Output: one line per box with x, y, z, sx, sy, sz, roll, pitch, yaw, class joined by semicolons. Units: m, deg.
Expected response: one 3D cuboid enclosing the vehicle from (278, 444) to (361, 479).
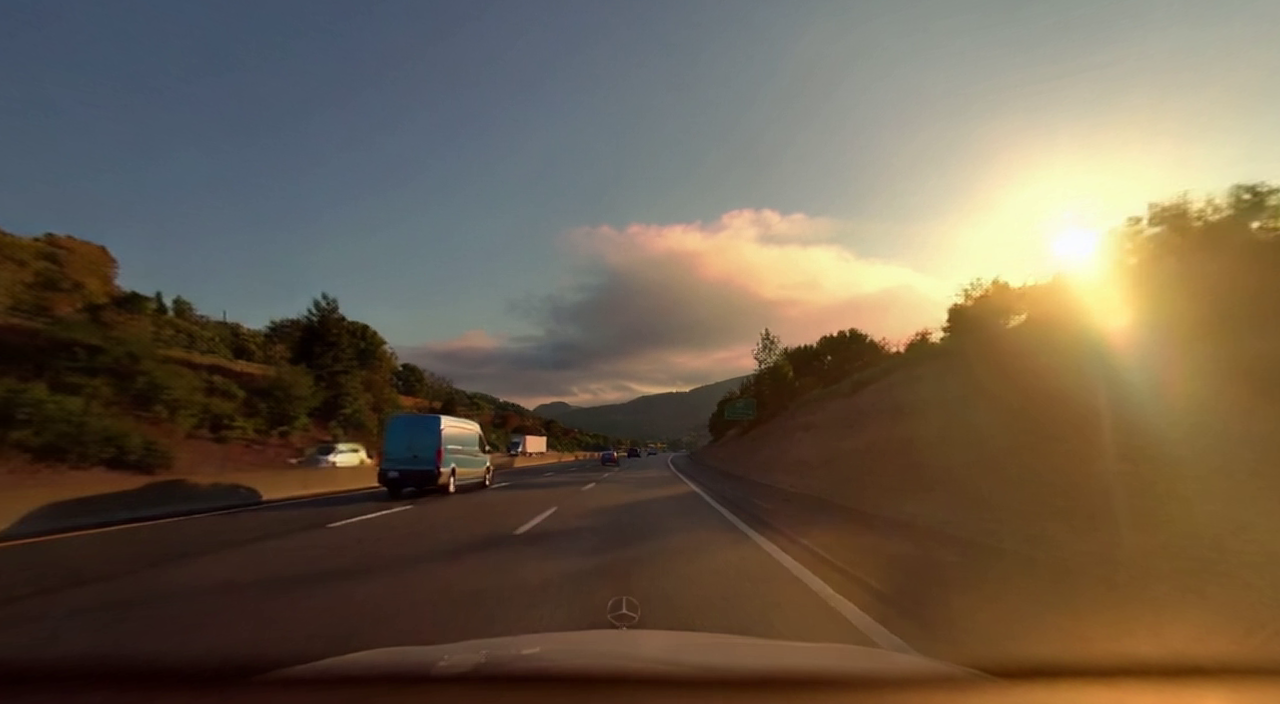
-17.867;6.104;35.451;2.028;1.805;4.789;-1;-9;2;vehicle

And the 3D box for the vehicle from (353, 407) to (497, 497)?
-6.714;3.269;20.745;2.449;2.471;6.130;-1;-9;1;vehicle
